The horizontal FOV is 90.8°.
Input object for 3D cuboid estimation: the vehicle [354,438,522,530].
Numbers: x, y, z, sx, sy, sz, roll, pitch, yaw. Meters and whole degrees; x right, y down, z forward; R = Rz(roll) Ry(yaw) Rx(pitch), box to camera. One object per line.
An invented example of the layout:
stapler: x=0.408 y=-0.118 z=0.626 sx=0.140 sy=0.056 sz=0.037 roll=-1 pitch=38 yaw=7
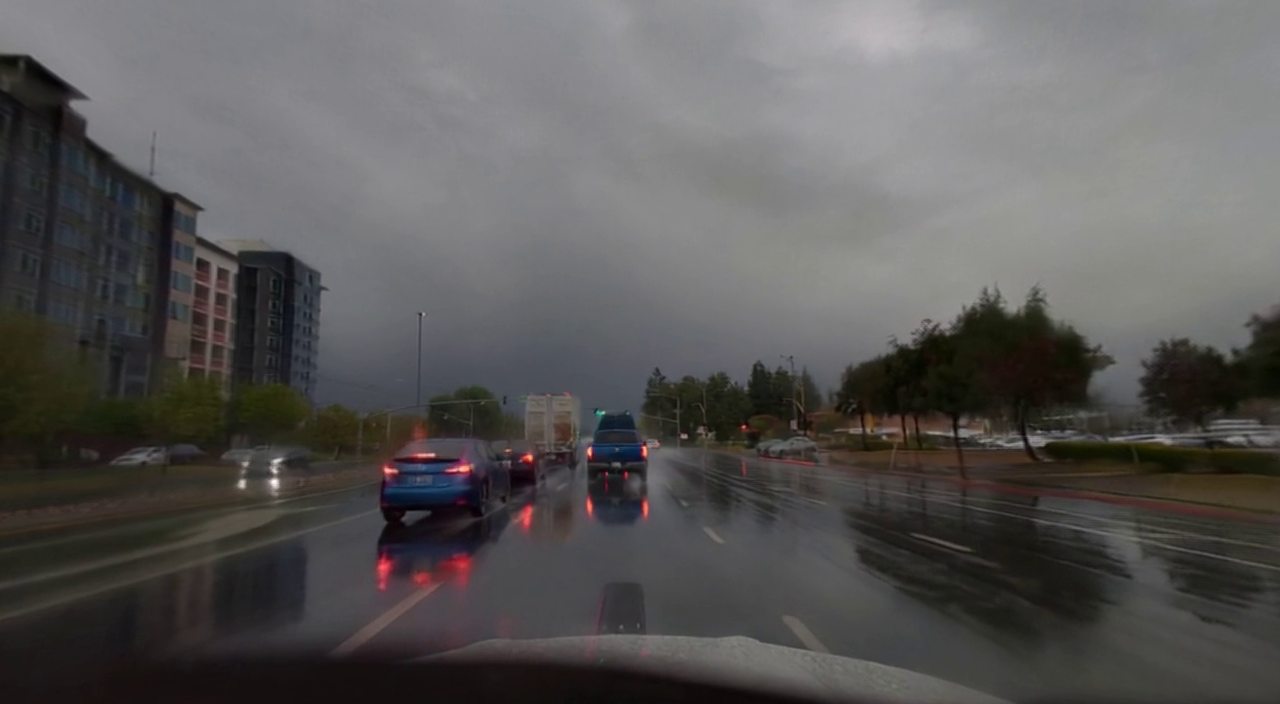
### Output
vehicle: x=-3.654 y=2.433 z=12.342 sx=1.904 sy=1.460 sz=4.300 roll=0 pitch=-8 yaw=-1

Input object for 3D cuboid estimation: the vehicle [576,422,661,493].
vehicle: x=-0.660 y=3.155 z=19.224 sx=2.260 sy=1.872 sz=4.578 roll=0 pitch=-8 yaw=-2

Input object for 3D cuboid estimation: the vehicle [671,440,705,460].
vehicle: x=3.732 y=7.626 z=49.365 sx=1.967 sy=1.480 sz=4.286 roll=1 pitch=-8 yaw=-5

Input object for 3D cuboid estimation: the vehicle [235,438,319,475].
vehicle: x=-19.683 y=5.684 z=34.516 sx=2.089 sy=1.861 sz=4.615 roll=1 pitch=-8 yaw=-4

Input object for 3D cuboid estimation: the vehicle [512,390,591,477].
vehicle: x=-4.380 y=4.526 z=34.277 sx=2.918 sy=3.741 sz=13.683 roll=0 pitch=-8 yaw=-3
